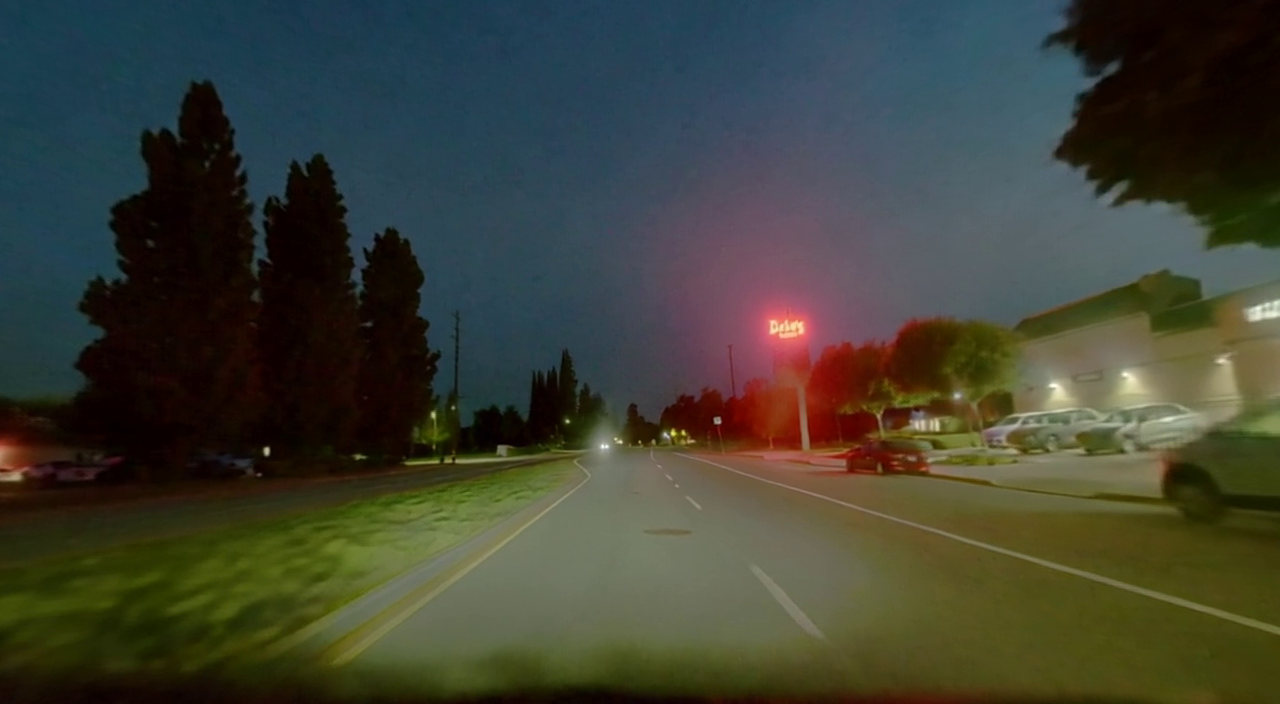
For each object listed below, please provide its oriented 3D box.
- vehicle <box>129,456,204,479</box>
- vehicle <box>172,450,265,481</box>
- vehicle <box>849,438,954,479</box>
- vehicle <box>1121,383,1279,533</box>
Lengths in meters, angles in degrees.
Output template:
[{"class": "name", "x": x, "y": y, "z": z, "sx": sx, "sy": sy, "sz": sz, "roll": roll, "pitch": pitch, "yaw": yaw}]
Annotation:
[{"class": "vehicle", "x": -33.538, "y": 8.203, "z": 44.935, "sx": 2.048, "sy": 1.422, "sz": 4.179, "roll": 0, "pitch": -8, "yaw": 1}, {"class": "vehicle", "x": -30.601, "y": 8.204, "z": 46.171, "sx": 2.326, "sy": 1.944, "sz": 6.466, "roll": 1, "pitch": -8, "yaw": 0}, {"class": "vehicle", "x": 10.164, "y": 4.160, "z": 25.015, "sx": 2.034, "sy": 1.437, "sz": 4.728, "roll": 0, "pitch": -8, "yaw": -2}, {"class": "vehicle", "x": 10.275, "y": 1.430, "z": 8.545, "sx": 2.610, "sy": 2.072, "sz": 5.985, "roll": 0, "pitch": -8, "yaw": -3}]
